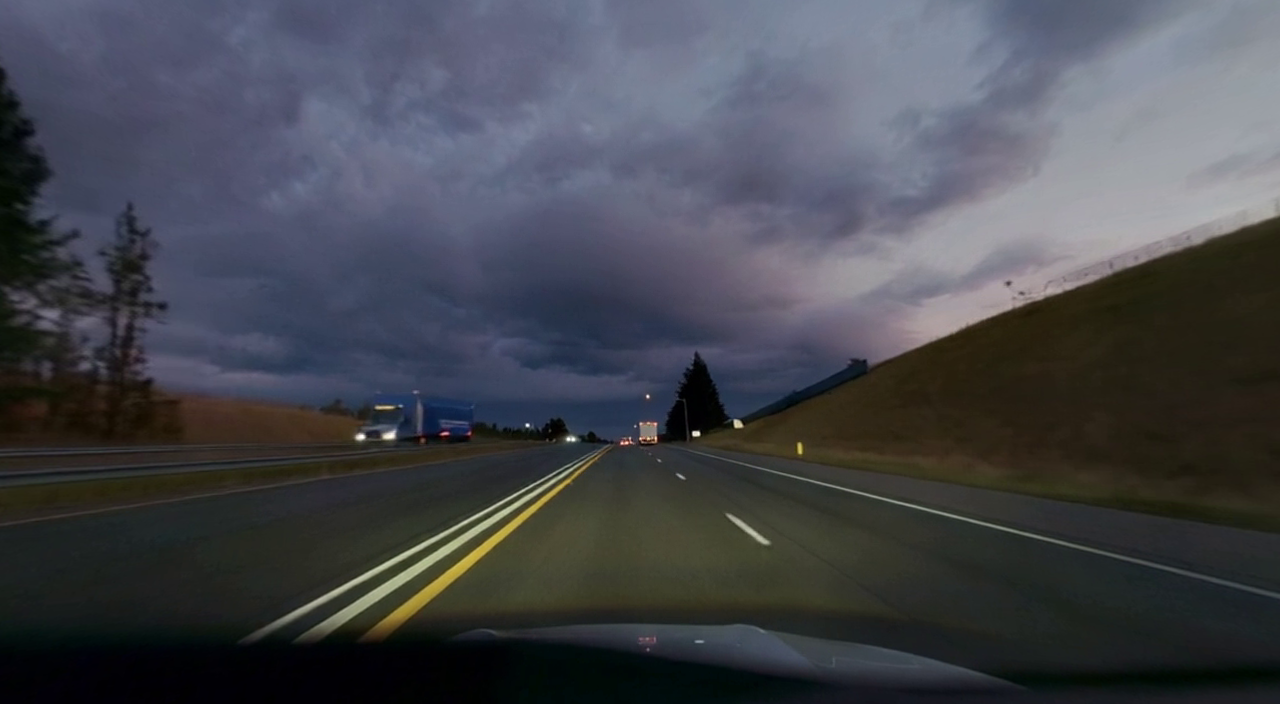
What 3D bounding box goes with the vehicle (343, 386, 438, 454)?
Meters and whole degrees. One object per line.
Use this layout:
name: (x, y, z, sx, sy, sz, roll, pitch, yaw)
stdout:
vehicle: (-13.879, 3.919, 35.700, 2.970, 3.532, 5.981, 0, -8, -1)
